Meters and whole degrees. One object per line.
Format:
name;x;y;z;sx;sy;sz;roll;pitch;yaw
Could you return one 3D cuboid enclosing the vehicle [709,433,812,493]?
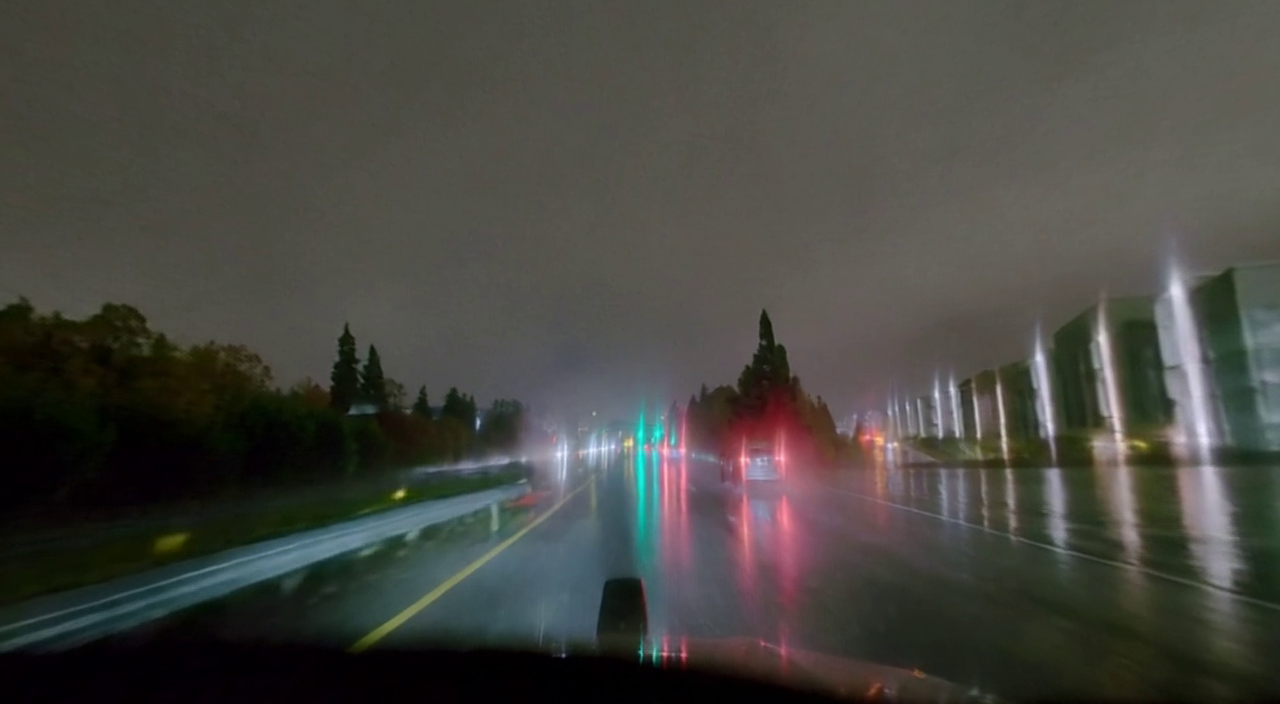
vehicle;3.431;3.248;18.903;2.042;1.518;4.477;-1;-8;-2
